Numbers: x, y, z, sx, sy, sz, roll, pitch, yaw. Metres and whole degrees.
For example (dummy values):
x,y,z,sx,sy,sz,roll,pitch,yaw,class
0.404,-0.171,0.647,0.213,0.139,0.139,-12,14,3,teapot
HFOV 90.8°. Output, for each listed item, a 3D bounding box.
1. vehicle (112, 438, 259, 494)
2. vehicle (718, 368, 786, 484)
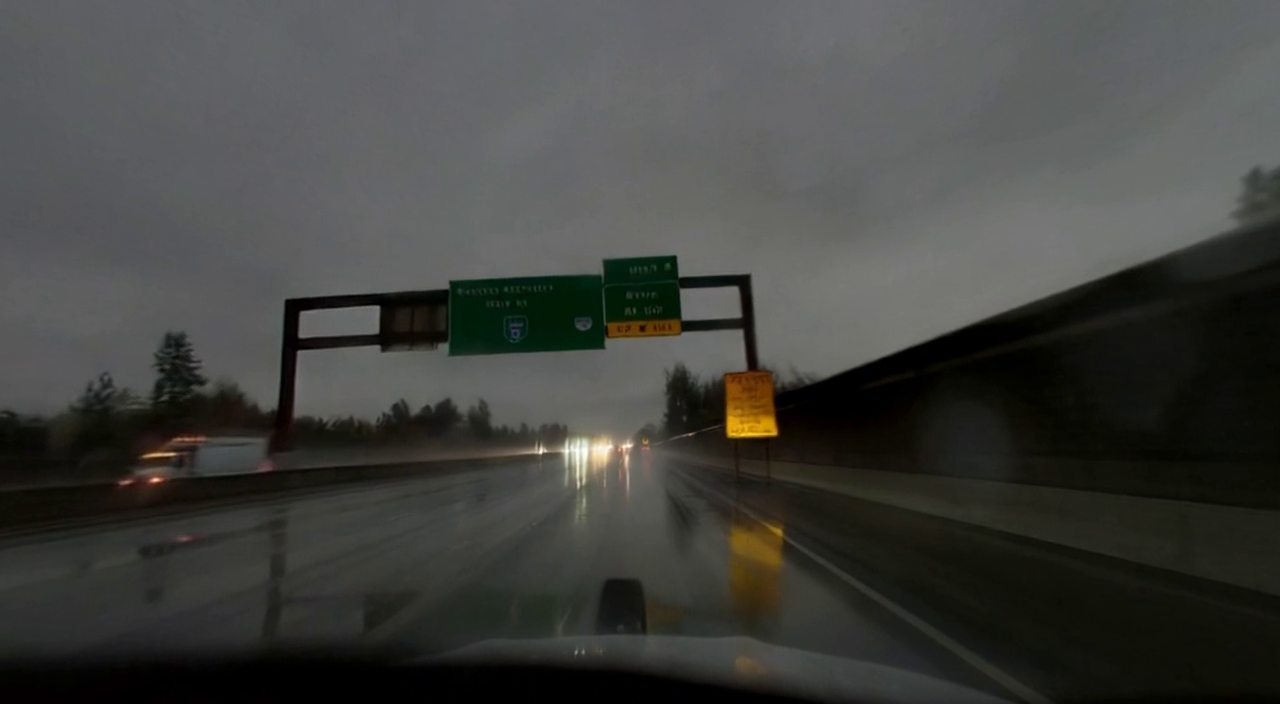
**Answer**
x,y,z,sx,sy,sz,roll,pitch,yaw,class
-22.754,5.700,32.133,2.341,2.516,6.817,0,-9,0,vehicle
4.109,2.859,23.857,1.697,3.935,4.195,-2,-9,1,vehicle
